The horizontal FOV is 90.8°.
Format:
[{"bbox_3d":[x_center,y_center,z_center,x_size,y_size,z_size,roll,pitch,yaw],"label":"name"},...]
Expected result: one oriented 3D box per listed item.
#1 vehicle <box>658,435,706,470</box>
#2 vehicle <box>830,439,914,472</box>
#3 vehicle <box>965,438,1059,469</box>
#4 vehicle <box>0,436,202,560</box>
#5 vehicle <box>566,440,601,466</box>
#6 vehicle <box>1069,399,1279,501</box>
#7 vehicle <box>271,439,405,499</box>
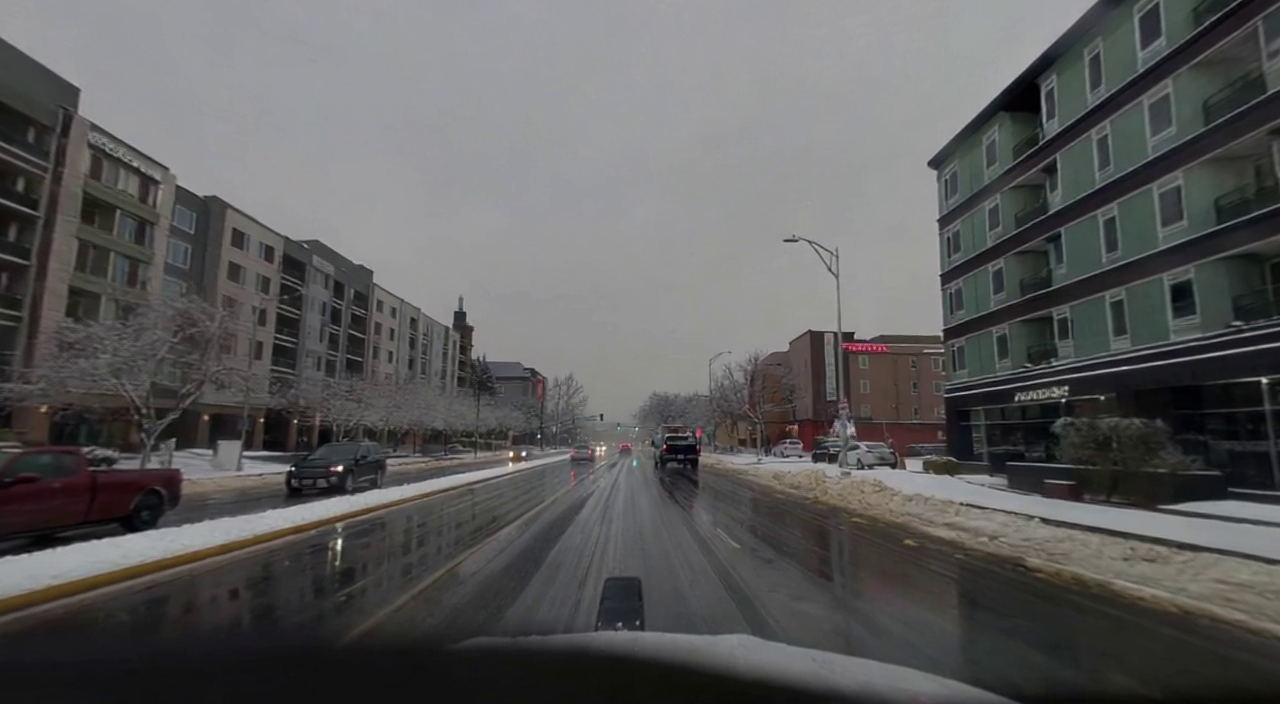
[{"bbox_3d":[2.241,5.584,35.308,2.130,1.787,5.126,0,-8,-2],"label":"vehicle"},{"bbox_3d":[11.741,5.233,32.363,1.954,1.483,4.742,-2,-7,-7],"label":"vehicle"},{"bbox_3d":[19.999,5.492,34.263,2.013,1.548,4.579,1,-9,-5],"label":"vehicle"},{"bbox_3d":[-8.707,2.003,9.043,1.923,1.482,4.273,-3,-8,-1],"label":"vehicle"},{"bbox_3d":[-3.714,6.682,42.054,2.046,1.617,4.601,0,-8,-2],"label":"vehicle"},{"bbox_3d":[13.370,2.214,14.521,5.419,2.120,2.164,0,-8,-3],"label":"vehicle"},{"bbox_3d":[-8.872,3.456,19.073,1.969,1.489,4.522,-2,-8,-2],"label":"vehicle"}]
